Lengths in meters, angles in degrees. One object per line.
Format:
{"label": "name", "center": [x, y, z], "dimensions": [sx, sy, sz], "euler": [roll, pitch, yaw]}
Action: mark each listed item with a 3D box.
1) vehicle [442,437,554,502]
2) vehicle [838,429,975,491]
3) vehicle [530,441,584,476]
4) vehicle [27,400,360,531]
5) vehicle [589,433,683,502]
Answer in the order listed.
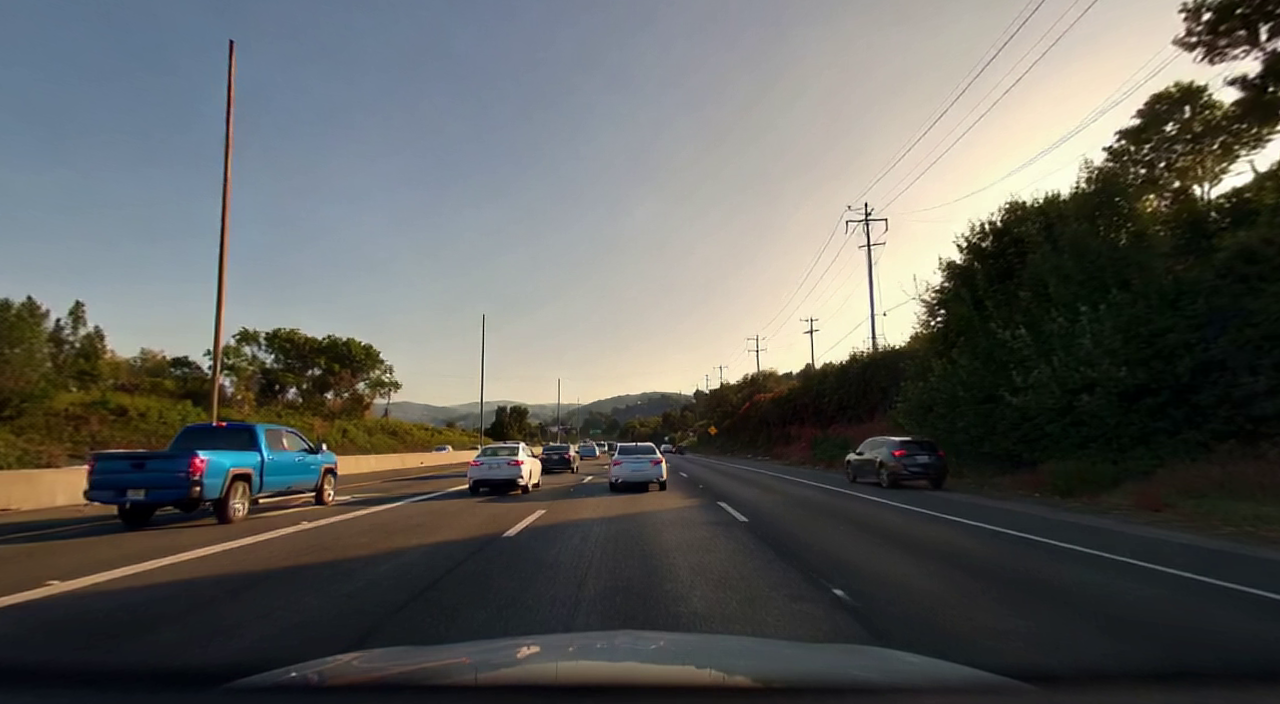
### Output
{"label": "vehicle", "center": [-3.491, 2.958, 16.348], "dimensions": [1.899, 1.437, 4.131], "euler": [0, -8, 1]}
{"label": "vehicle", "center": [8.107, 3.326, 19.811], "dimensions": [2.205, 1.701, 4.601], "euler": [0, -8, -1]}
{"label": "vehicle", "center": [-3.664, 4.761, 28.587], "dimensions": [1.904, 1.448, 4.060], "euler": [0, -8, 0]}
{"label": "vehicle", "center": [-7.874, 2.086, 12.208], "dimensions": [2.194, 1.922, 5.637], "euler": [-1, -8, 1]}
{"label": "vehicle", "center": [-0.117, 2.909, 16.389], "dimensions": [2.102, 1.499, 4.439], "euler": [0, -8, -1]}
